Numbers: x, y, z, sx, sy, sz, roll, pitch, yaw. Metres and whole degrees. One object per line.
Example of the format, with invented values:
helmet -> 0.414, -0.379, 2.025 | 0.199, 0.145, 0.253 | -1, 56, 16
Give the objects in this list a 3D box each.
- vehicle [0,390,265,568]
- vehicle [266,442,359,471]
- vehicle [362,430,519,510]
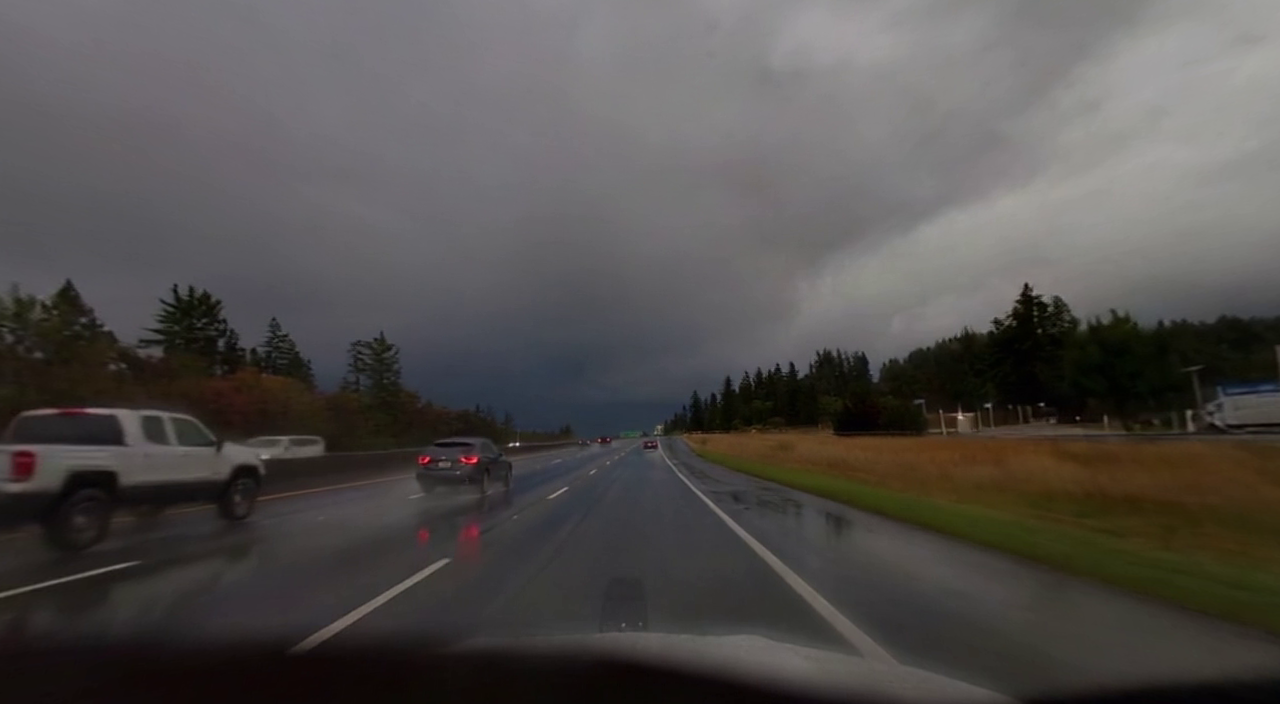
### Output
vehicle -> -7.834, 1.675, 8.885 | 2.116, 1.869, 4.725 | 0, -8, 0
vehicle -> -17.735, 5.660, 34.543 | 2.103, 1.432, 5.605 | 0, -8, 0
vehicle -> -4.408, 2.682, 14.884 | 2.071, 1.556, 4.729 | 0, -8, 1
